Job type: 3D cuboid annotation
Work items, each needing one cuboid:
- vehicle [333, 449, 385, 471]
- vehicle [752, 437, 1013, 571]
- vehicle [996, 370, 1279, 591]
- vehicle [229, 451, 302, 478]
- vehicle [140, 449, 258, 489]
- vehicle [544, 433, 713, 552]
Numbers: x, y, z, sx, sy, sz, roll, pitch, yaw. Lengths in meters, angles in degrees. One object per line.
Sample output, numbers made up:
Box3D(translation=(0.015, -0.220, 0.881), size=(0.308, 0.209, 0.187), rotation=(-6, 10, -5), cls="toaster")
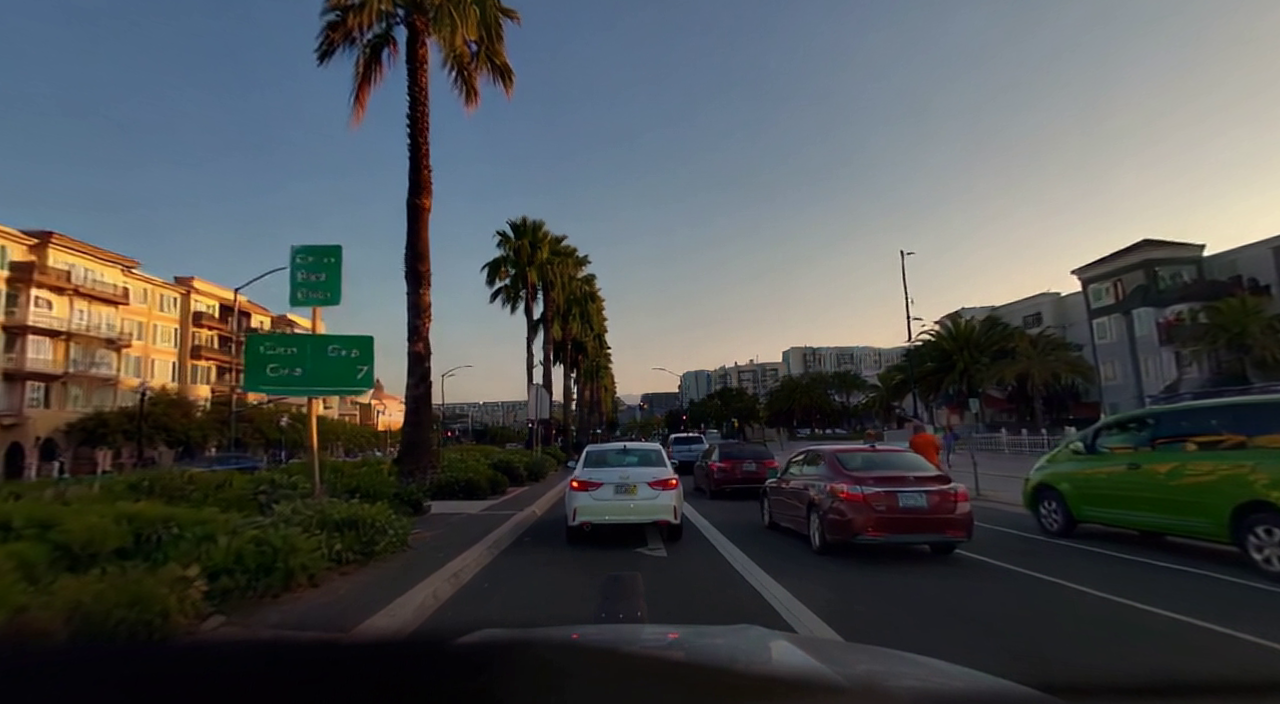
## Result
Box3D(translation=(-20.863, 8.015, 47.047), size=(1.930, 1.448, 4.256), rotation=(0, -8, 0), cls="vehicle")
Box3D(translation=(3.071, 2.003, 9.225), size=(1.925, 1.451, 4.436), rotation=(0, -8, -2), cls="vehicle")
Box3D(translation=(7.221, 1.504, 7.945), size=(2.254, 2.072, 5.577), rotation=(0, -8, 1), cls="vehicle")
Box3D(translation=(-23.576, 7.095, 39.966), size=(1.874, 1.551, 4.512), rotation=(0, -8, 0), cls="vehicle")
Box3D(translation=(-20.488, 5.416, 29.668), size=(2.053, 1.631, 4.900), rotation=(0, -8, -1), cls="vehicle")
Box3D(translation=(-0.160, 2.093, 10.094), size=(2.158, 1.498, 3.919), rotation=(0, -8, 0), cls="vehicle")
